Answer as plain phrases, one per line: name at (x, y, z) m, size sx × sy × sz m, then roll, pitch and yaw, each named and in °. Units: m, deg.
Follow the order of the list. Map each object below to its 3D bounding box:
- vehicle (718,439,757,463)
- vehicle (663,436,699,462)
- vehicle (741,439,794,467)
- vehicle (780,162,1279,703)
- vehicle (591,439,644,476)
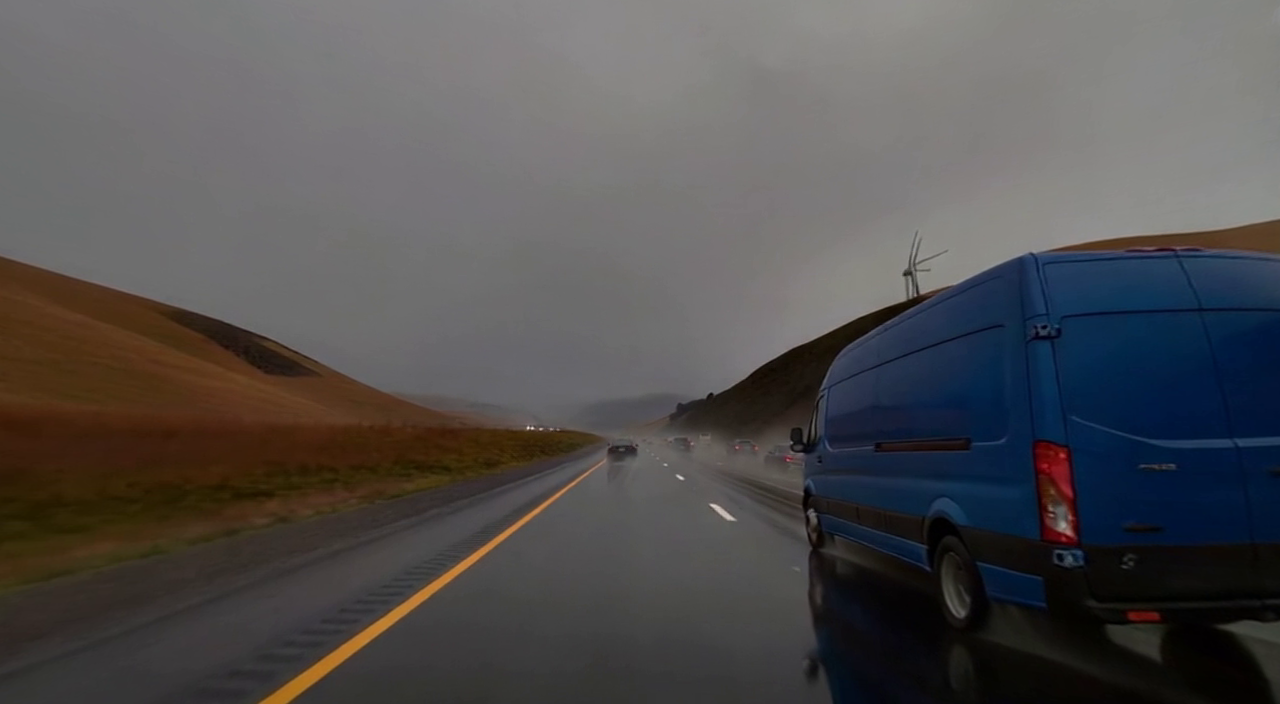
vehicle at (6.480, 6.644, 42.588) m, size 1.850 × 1.475 × 4.460 m, roll 0°, pitch -8°, yaw -1°
vehicle at (2.744, 6.629, 43.283) m, size 2.108 × 1.717 × 3.996 m, roll 0°, pitch -8°, yaw -2°
vehicle at (6.940, 5.554, 34.912) m, size 1.858 × 1.475 × 4.421 m, roll 0°, pitch -8°, yaw -2°
vehicle at (3.122, 0.825, 5.658) m, size 2.365 × 2.630 × 5.754 m, roll 0°, pitch -8°, yaw 0°
vehicle at (-0.893, 4.399, 26.572) m, size 2.082 × 1.445 × 3.826 m, roll 0°, pitch -8°, yaw 0°
